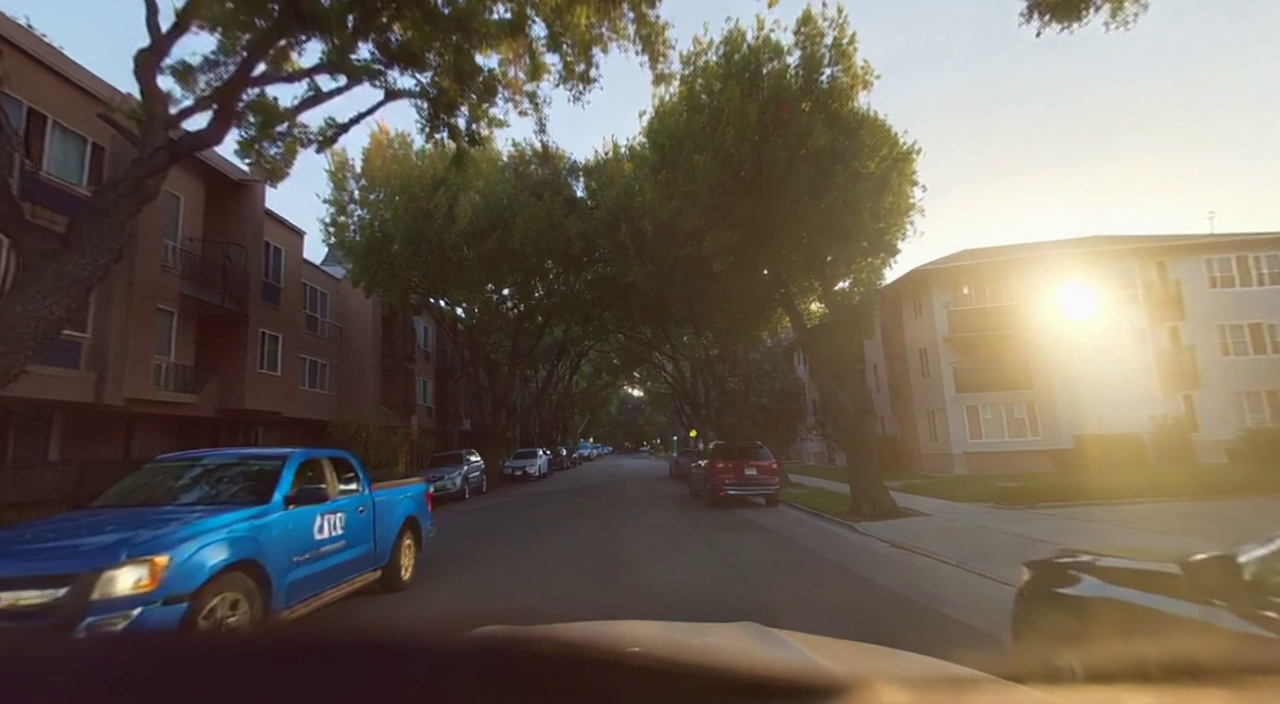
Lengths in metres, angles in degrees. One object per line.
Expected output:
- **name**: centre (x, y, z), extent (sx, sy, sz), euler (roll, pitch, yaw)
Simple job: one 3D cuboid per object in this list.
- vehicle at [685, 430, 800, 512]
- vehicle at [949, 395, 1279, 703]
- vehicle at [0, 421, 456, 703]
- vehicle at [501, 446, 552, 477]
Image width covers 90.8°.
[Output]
- **vehicle**: centre (2.254, 2.737, 14.991), extent (1.878, 1.664, 4.033), euler (0, -8, -2)
- **vehicle**: centre (2.600, 0.737, 0.815), extent (1.845, 1.479, 4.727), euler (0, -8, -2)
- **vehicle**: centre (-3.193, 1.401, 5.050), extent (1.966, 1.515, 4.394), euler (-1, -8, 2)
- **vehicle**: centre (-6.254, 6.050, 35.348), extent (1.959, 1.490, 4.361), euler (0, -7, 1)
